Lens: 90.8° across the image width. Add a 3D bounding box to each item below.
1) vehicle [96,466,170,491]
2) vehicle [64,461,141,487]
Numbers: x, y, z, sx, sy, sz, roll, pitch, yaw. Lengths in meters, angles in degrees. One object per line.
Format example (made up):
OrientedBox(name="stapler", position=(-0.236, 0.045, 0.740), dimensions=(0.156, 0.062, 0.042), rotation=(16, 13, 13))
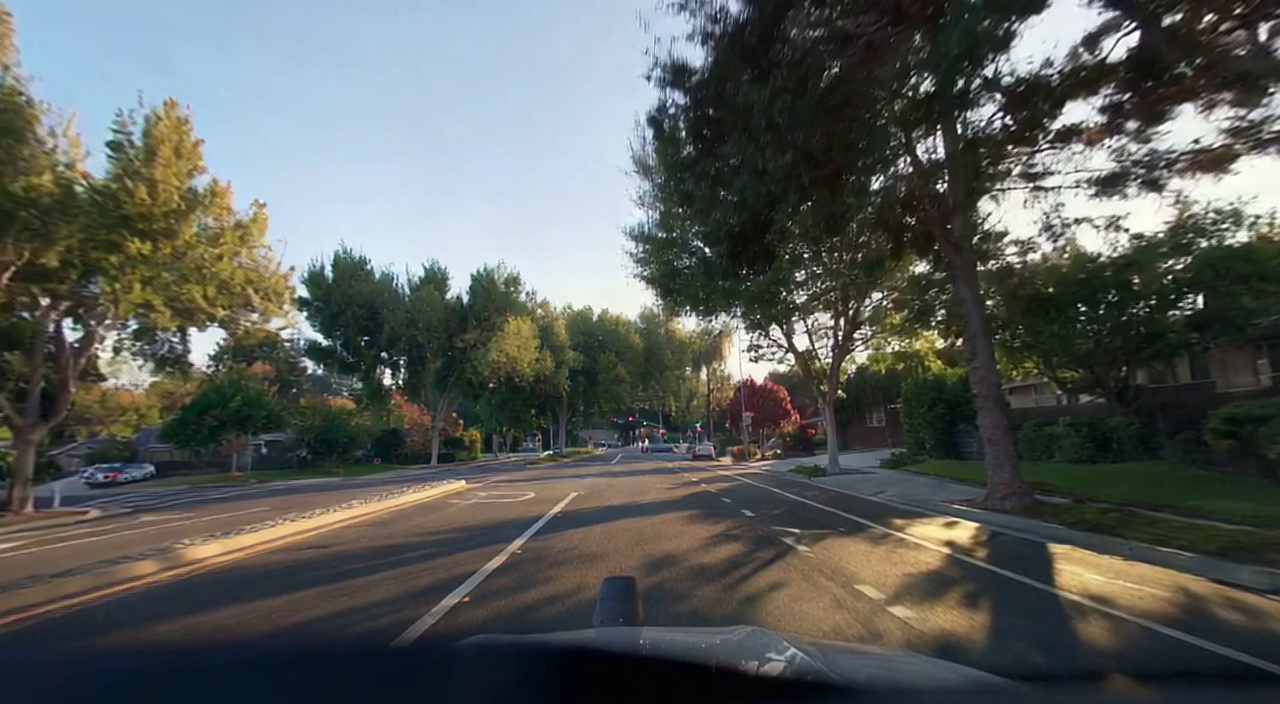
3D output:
OrientedBox(name="vehicle", position=(-33.130, 8.242, 41.392), dimensions=(1.713, 1.466, 3.614), rotation=(-1, -9, 2))
OrientedBox(name="vehicle", position=(-35.685, 8.108, 42.064), dimensions=(1.779, 1.526, 3.705), rotation=(0, -8, 1))
